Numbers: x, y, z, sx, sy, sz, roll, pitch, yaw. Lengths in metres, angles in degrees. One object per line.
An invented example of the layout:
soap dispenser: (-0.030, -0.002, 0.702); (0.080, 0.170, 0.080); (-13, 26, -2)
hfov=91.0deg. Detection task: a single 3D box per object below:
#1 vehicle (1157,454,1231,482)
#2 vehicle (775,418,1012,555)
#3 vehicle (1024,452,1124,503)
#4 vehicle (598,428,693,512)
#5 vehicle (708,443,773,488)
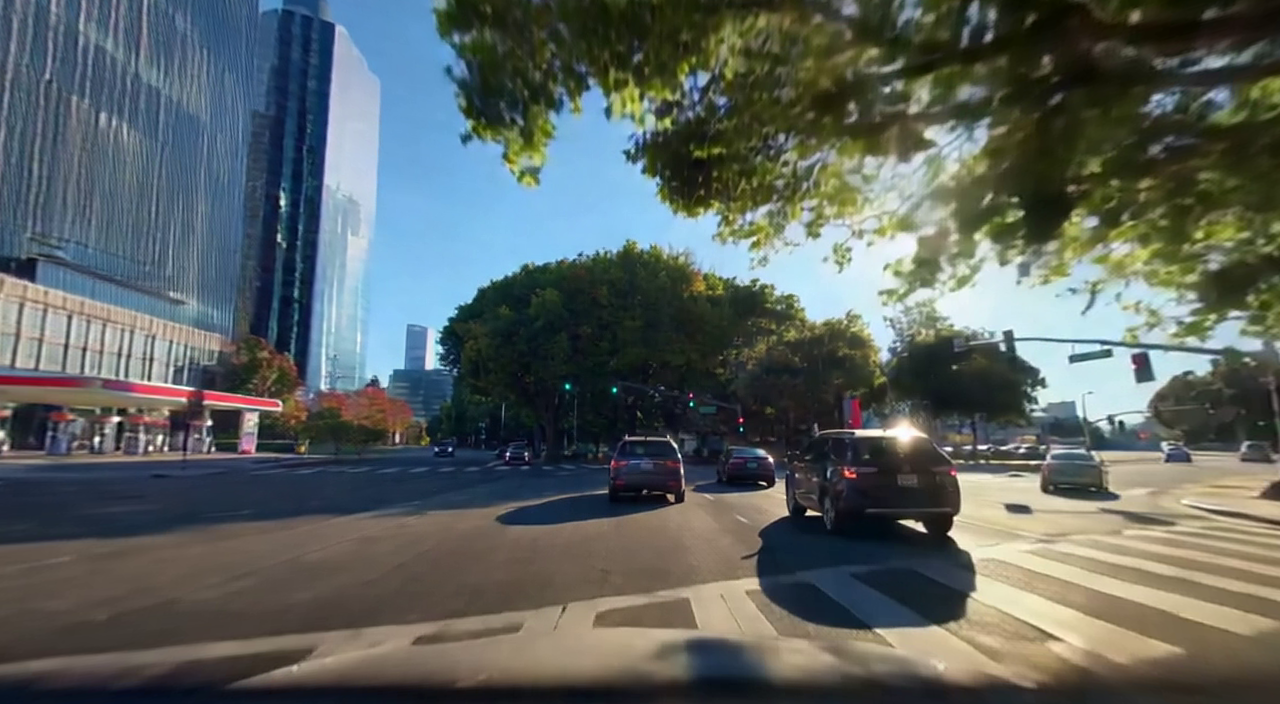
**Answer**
vehicle: (34.656, 7.196, 39.355); (4.636, 1.542, 2.096); (5, -10, -32)
vehicle: (3.741, 2.049, 10.306); (2.000, 1.745, 4.206); (0, -8, -2)
vehicle: (14.668, 4.189, 21.548); (2.057, 1.473, 4.462); (-4, -9, 25)
vehicle: (0.101, 2.871, 15.762); (2.051, 1.798, 4.168); (0, -8, -1)
vehicle: (3.801, 4.346, 24.392); (1.800, 1.592, 3.658); (0, -8, -2)
